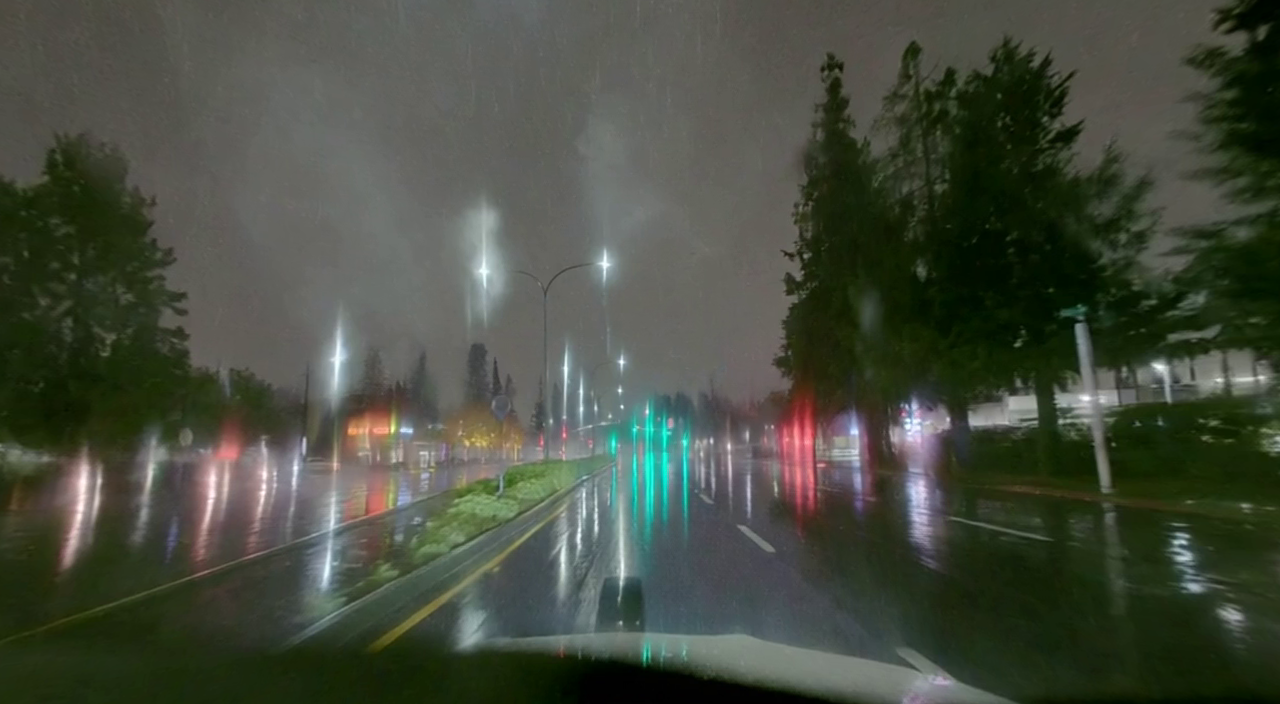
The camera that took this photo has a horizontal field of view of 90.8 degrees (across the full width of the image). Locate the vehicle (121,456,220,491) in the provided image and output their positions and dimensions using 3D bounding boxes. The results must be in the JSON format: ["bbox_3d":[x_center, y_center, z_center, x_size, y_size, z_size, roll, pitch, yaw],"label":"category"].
[{"bbox_3d":[-25.809,6.635,34.933,1.864,1.721,4.249,-1,-9,6],"label":"vehicle"}]

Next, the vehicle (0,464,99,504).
[{"bbox_3d":[-25.920,5.512,26.479,4.351,1.478,2.035,2,-9,-15],"label":"vehicle"}]

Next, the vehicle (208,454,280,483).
[{"bbox_3d":[-25.365,7.465,40.665,1.949,1.662,4.589,0,-9,-4],"label":"vehicle"}]
